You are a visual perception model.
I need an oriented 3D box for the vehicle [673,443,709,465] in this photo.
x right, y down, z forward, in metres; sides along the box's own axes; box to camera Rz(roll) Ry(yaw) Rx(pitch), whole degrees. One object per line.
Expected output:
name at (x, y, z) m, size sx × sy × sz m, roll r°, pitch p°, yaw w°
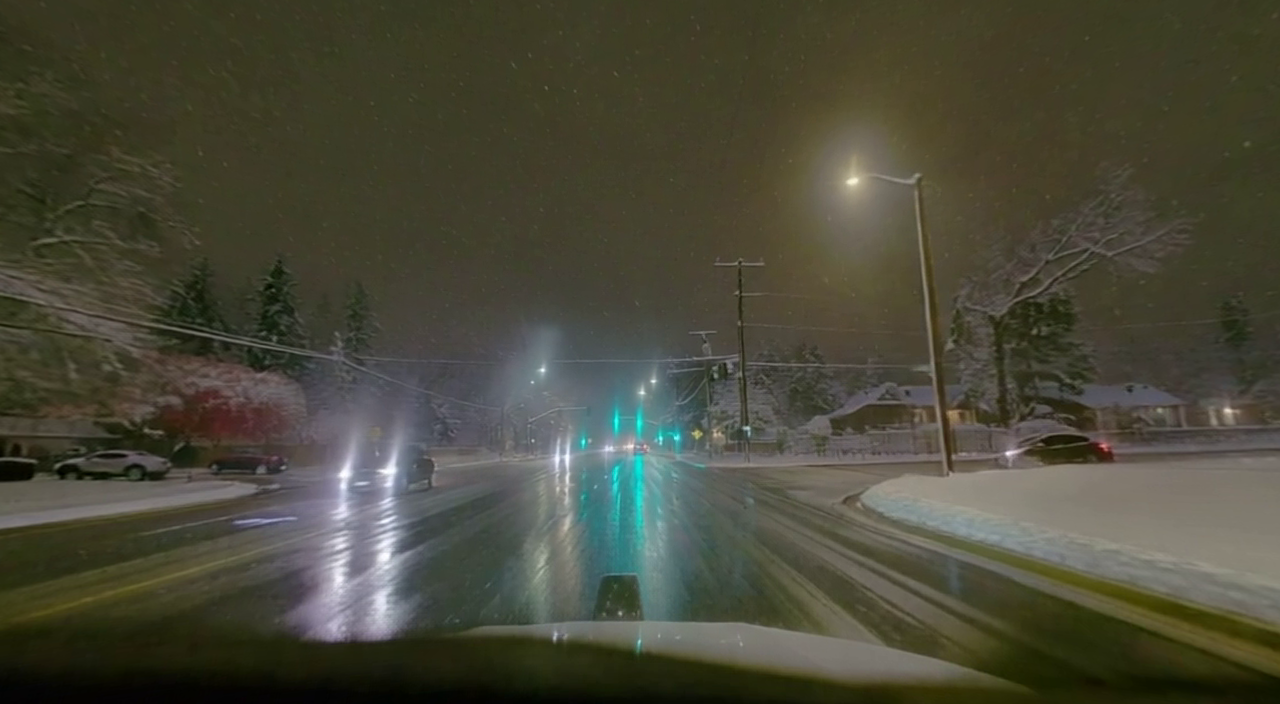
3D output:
vehicle at (3.586, 7.287, 45.242) m, size 2.010 × 1.504 × 4.835 m, roll 0°, pitch -8°, yaw -2°

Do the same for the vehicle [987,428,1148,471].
vehicle at (15.504, 3.551, 23.085) m, size 4.590 × 1.454 × 1.851 m, roll 0°, pitch -8°, yaw -3°

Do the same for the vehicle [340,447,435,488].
vehicle at (-10.384, 4.751, 26.420) m, size 2.022 × 1.536 × 4.629 m, roll 0°, pitch -8°, yaw 1°

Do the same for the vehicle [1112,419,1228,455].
vehicle at (26.704, 4.332, 31.927) m, size 3.893 × 1.661 × 2.008 m, roll 0°, pitch -12°, yaw 0°

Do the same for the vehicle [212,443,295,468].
vehicle at (-29.135, 7.795, 47.745) m, size 4.794 × 1.829 × 2.102 m, roll 0°, pitch -8°, yaw -1°
